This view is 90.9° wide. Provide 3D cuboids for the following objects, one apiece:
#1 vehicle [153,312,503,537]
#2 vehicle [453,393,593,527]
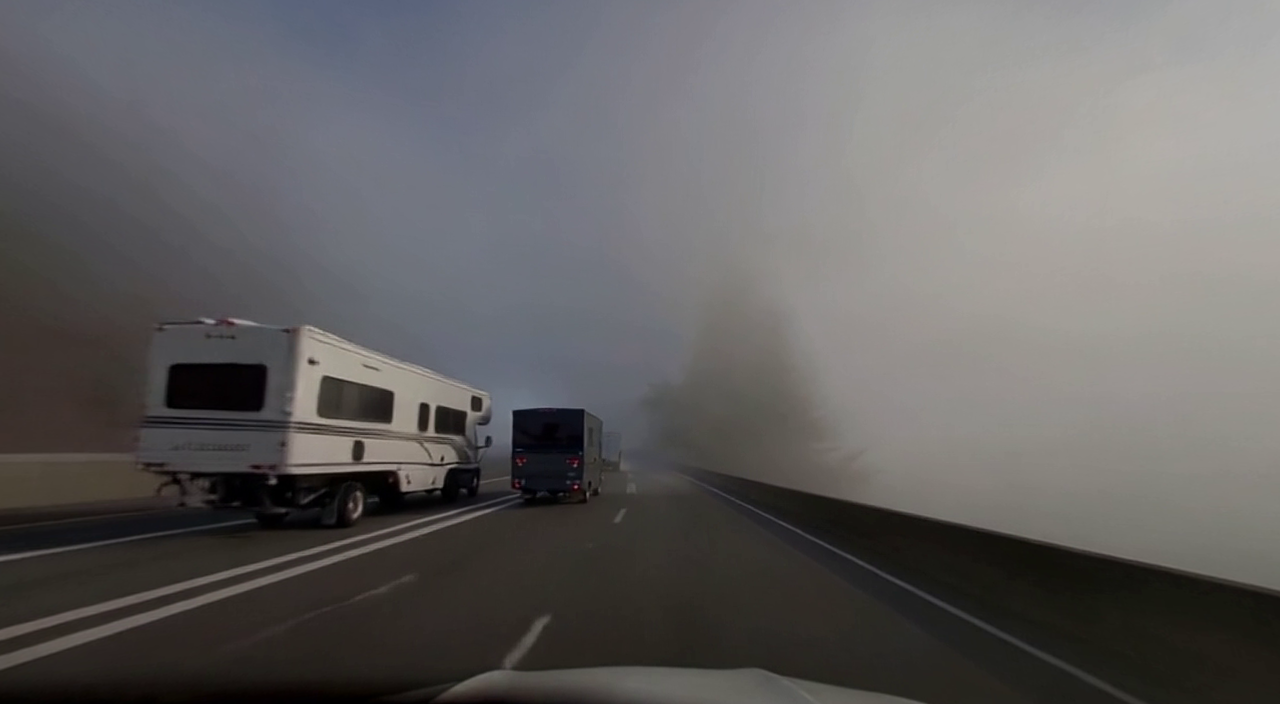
[{"bbox_3d":[-7.090,2.363,18.471,2.929,4.010,14.446,0,-9,0],"label":"vehicle"},{"bbox_3d":[-2.416,2.396,14.200,2.331,2.583,3.743,-1,-9,1],"label":"vehicle"}]
